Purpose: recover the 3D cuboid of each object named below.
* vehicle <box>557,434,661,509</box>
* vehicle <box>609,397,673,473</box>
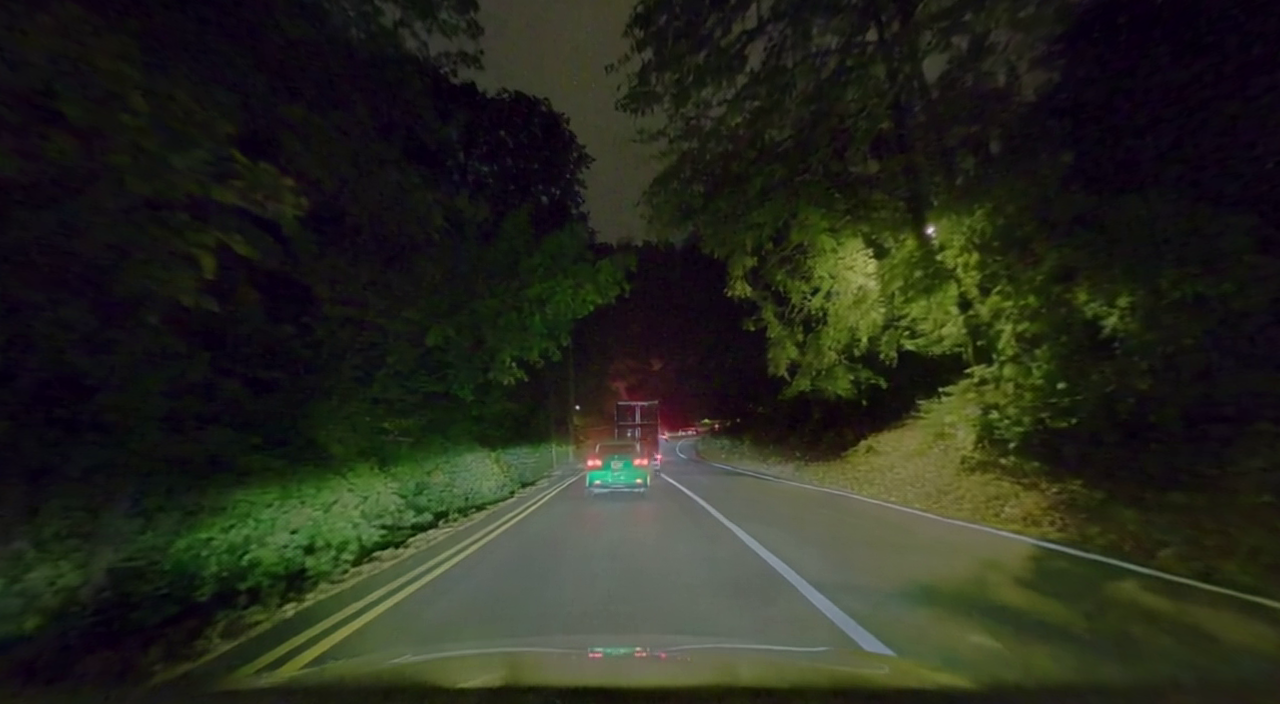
[{"bbox_3d":[-0.602,2.701,14.699,2.076,1.490,4.078,0,-8,0],"label":"vehicle"},{"bbox_3d":[-0.010,4.921,36.588,3.085,3.682,11.755,0,-8,-1],"label":"vehicle"}]
